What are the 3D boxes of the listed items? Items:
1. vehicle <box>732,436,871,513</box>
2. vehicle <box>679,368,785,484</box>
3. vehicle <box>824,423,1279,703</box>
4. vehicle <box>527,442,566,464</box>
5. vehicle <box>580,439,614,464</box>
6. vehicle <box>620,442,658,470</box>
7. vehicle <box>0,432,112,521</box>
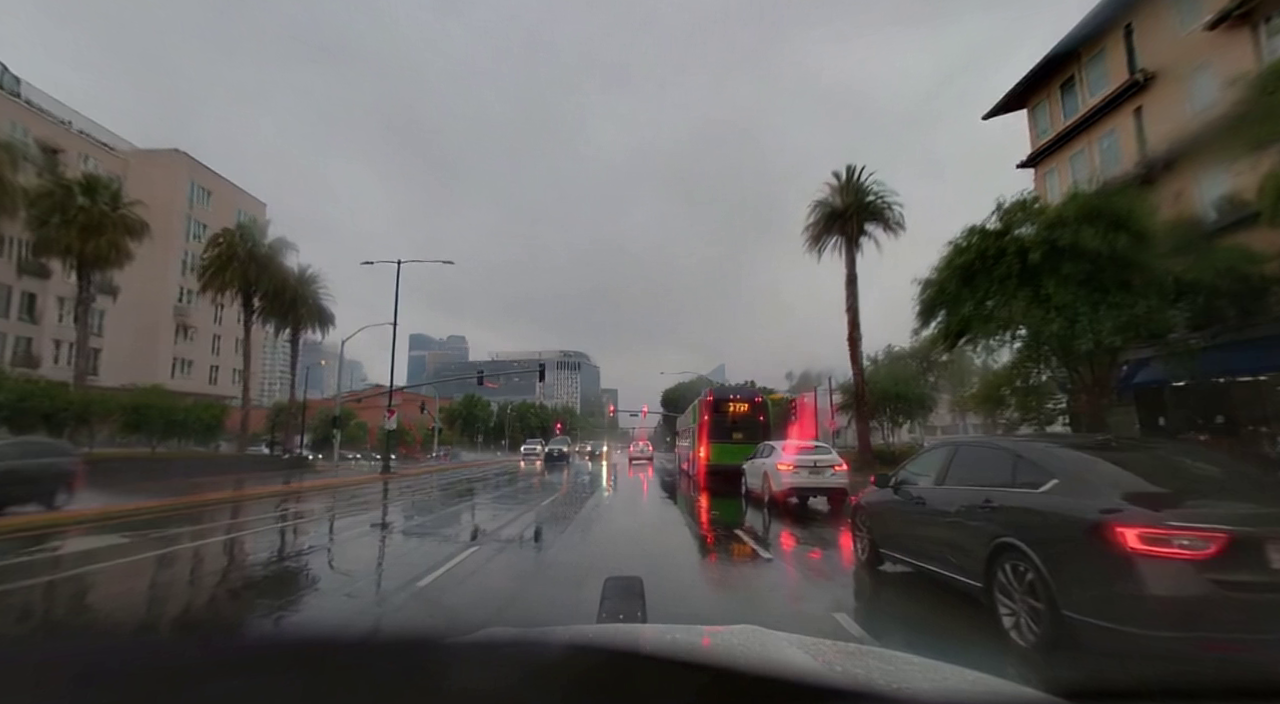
[{"bbox_3d":[3.600,2.835,15.203,1.965,1.519,5.078,0,-9,-1],"label":"vehicle"},{"bbox_3d":[3.596,3.561,28.728,2.970,4.015,13.606,0,-9,1],"label":"vehicle"},{"bbox_3d":[3.343,1.454,5.529,2.063,1.483,4.620,0,-9,0],"label":"vehicle"},{"bbox_3d":[-6.735,7.324,46.094,1.927,1.480,4.832,-1,-9,2],"label":"vehicle"},{"bbox_3d":[-3.111,7.256,46.120,2.020,1.721,4.366,0,-9,2],"label":"vehicle"},{"bbox_3d":[0.007,5.923,36.236,2.060,1.499,3.831,0,-9,1],"label":"vehicle"},{"bbox_3d":[-13.723,2.510,12.827,2.101,1.740,4.543,0,-9,-2],"label":"vehicle"}]
